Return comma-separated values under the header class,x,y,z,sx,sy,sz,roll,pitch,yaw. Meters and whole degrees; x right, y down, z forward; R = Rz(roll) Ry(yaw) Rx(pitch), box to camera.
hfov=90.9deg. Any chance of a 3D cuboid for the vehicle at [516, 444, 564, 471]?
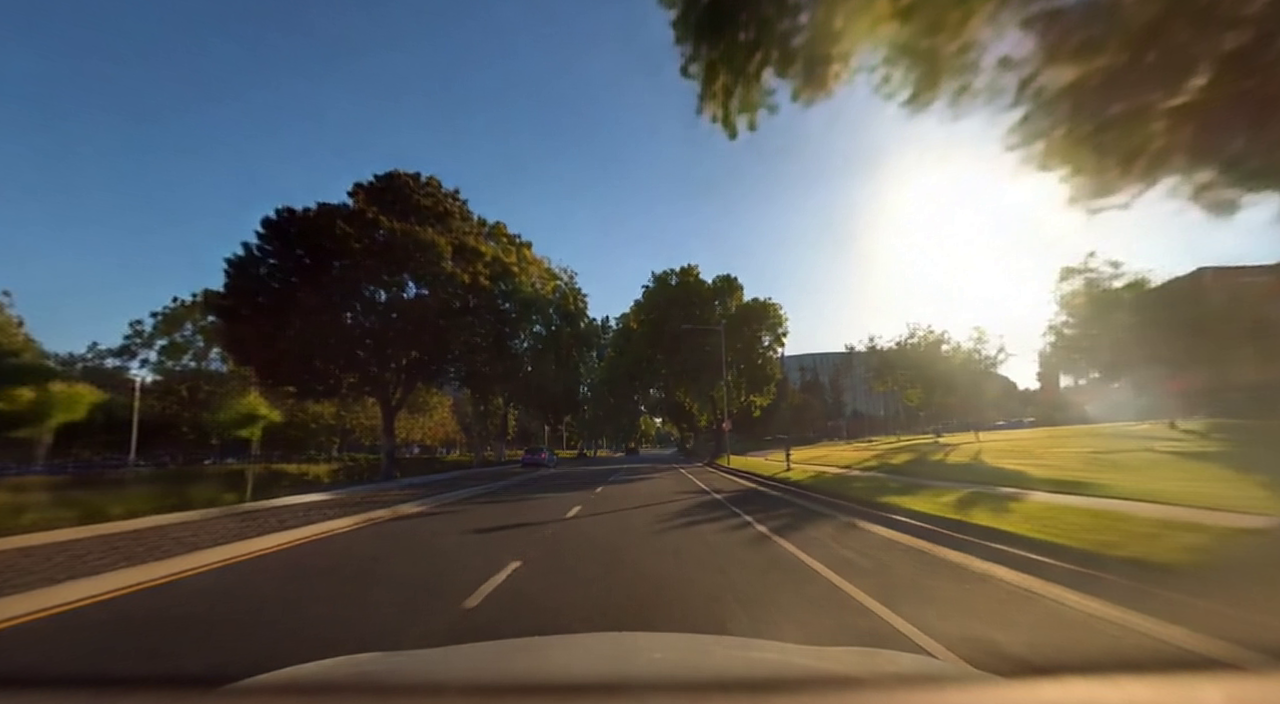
class,x,y,z,sx,sy,sz,roll,pitch,yaw
vehicle,-5.865,6.217,37.439,1.945,1.461,4.605,0,-8,2
